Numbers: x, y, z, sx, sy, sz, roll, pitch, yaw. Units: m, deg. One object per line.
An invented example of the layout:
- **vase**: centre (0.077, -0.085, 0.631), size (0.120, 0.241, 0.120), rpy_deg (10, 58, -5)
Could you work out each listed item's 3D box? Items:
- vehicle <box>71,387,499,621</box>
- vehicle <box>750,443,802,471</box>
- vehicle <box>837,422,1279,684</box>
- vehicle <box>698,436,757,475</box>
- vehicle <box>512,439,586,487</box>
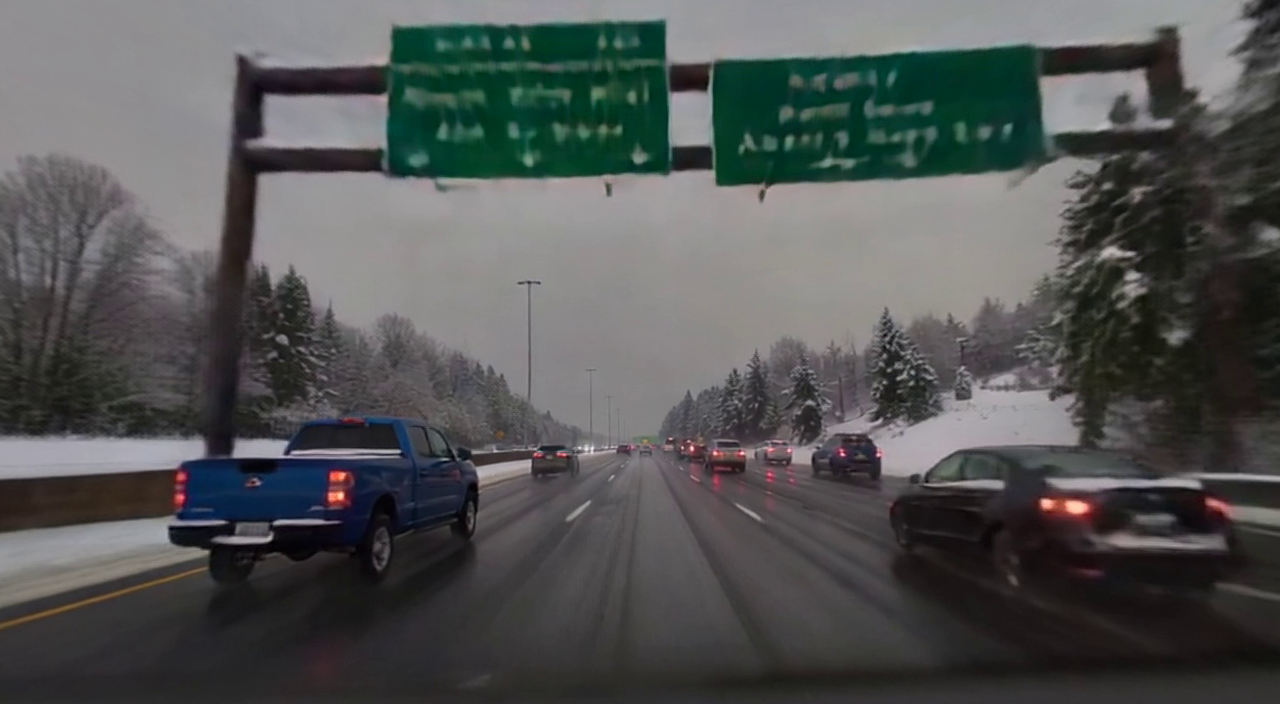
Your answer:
- **vehicle**: centre (-3.239, 1.500, 7.232), size (2.139, 1.764, 4.707), rpy_deg (0, -8, 0)
- **vehicle**: centre (7.788, 6.032, 36.597), size (1.904, 1.473, 4.598), rpy_deg (0, -8, -1)
- **vehicle**: centre (3.746, 1.496, 6.067), size (2.040, 1.461, 4.822), rpy_deg (0, -8, -1)
- **vehicle**: centre (4.182, 5.041, 30.971), size (2.144, 1.752, 4.765), rpy_deg (0, -8, -1)
- **vehicle**: centre (-3.293, 4.128, 23.916), size (1.974, 1.589, 5.047), rpy_deg (-1, -8, 1)
